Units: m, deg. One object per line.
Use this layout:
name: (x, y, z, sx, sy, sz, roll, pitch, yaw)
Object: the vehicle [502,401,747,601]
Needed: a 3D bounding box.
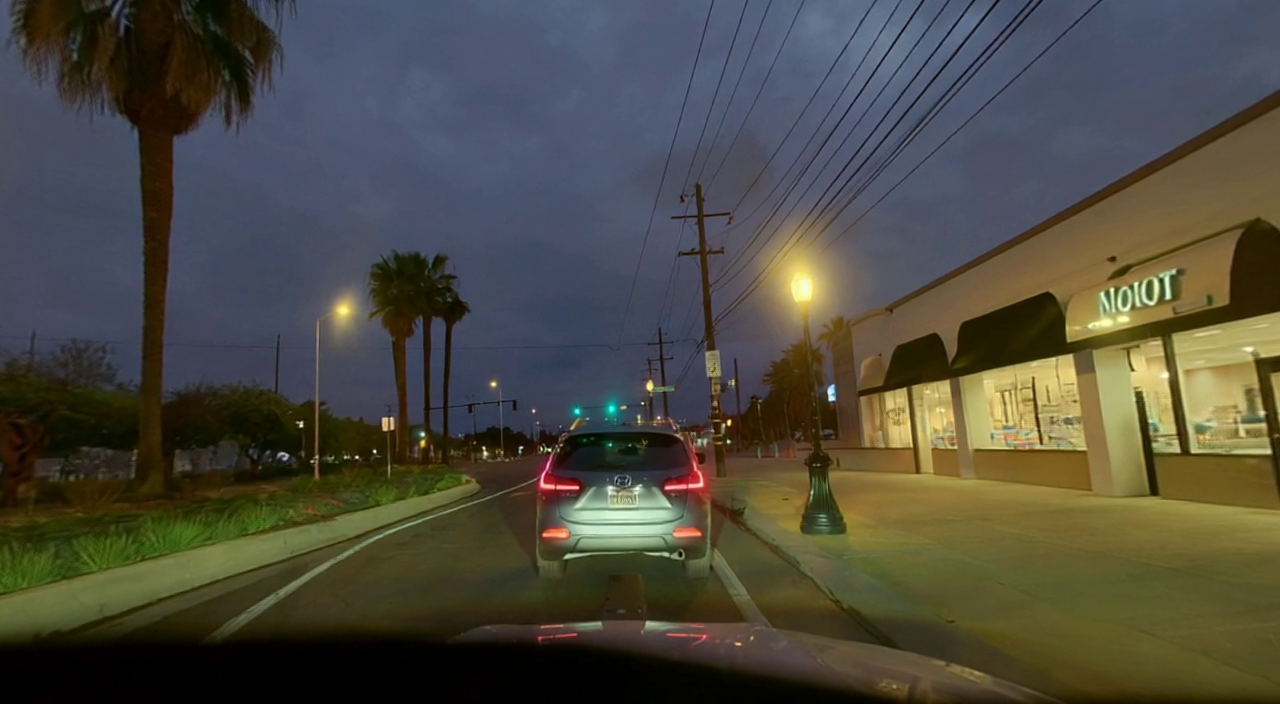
vehicle: (-0.207, 1.560, 7.408, 2.105, 1.702, 3.750, 0, -8, -3)
